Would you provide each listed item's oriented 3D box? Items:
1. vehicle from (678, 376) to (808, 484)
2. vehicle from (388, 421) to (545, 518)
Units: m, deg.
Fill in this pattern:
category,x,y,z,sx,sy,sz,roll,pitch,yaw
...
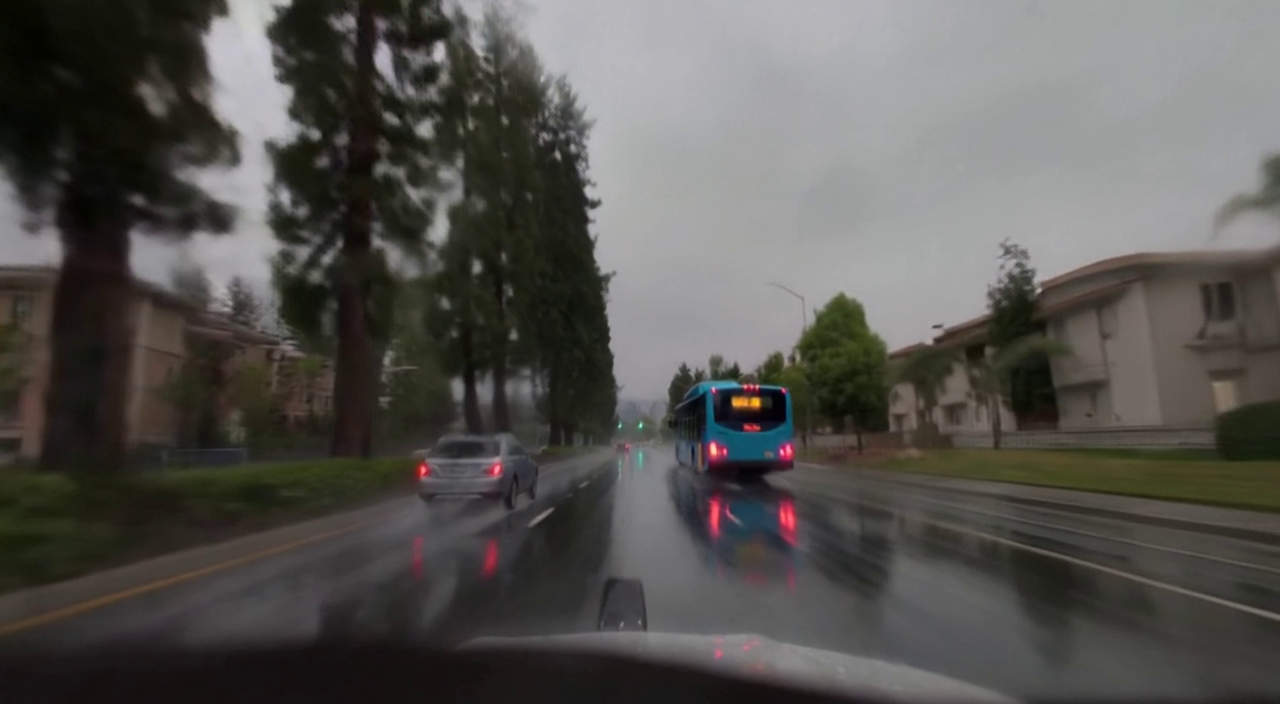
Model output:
category,x,y,z,sx,sy,sz,roll,pitch,yaw
vehicle,3.519,3.249,25.530,3.072,3.278,12.747,0,-8,0
vehicle,-3.522,2.467,13.750,2.111,1.767,4.333,0,-8,1
